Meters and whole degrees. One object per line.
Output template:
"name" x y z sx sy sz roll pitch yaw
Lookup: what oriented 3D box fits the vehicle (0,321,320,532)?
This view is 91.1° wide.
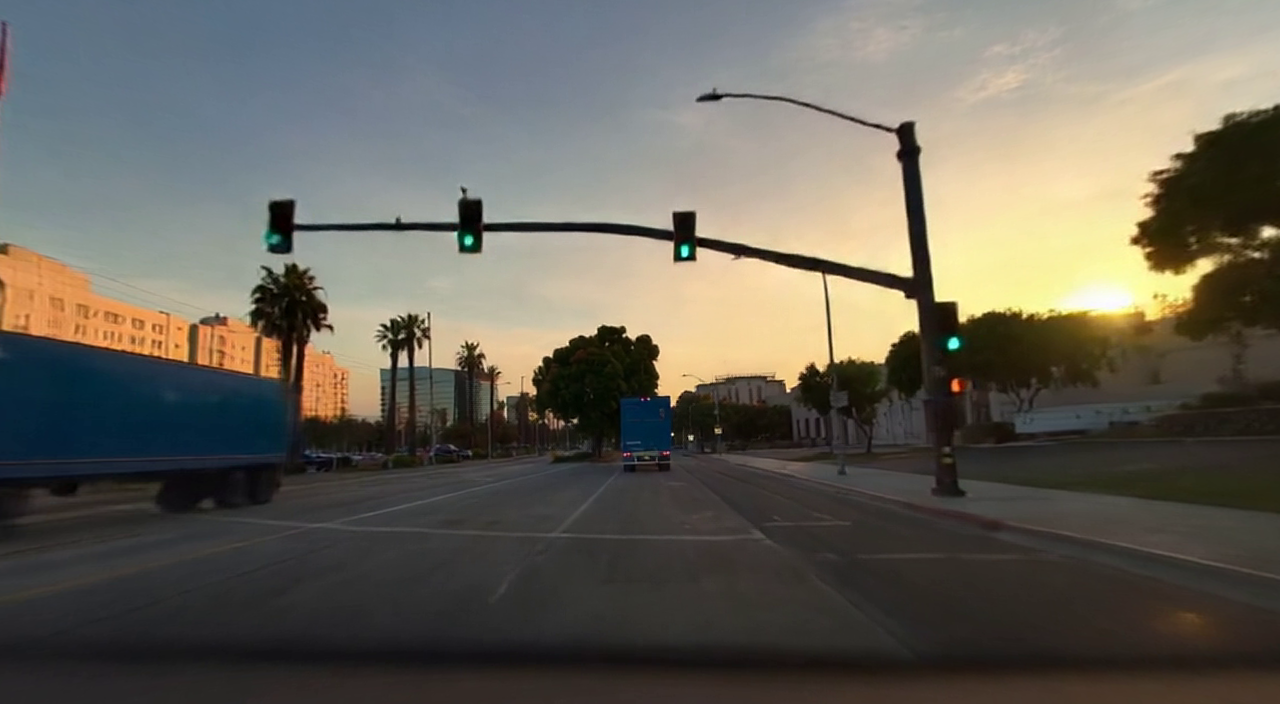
"vehicle" -14.360 2.128 16.850 2.957 4.233 15.722 0 -9 1

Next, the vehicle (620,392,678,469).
"vehicle" 0.311 4.933 38.220 2.992 3.949 11.815 0 -9 -1
